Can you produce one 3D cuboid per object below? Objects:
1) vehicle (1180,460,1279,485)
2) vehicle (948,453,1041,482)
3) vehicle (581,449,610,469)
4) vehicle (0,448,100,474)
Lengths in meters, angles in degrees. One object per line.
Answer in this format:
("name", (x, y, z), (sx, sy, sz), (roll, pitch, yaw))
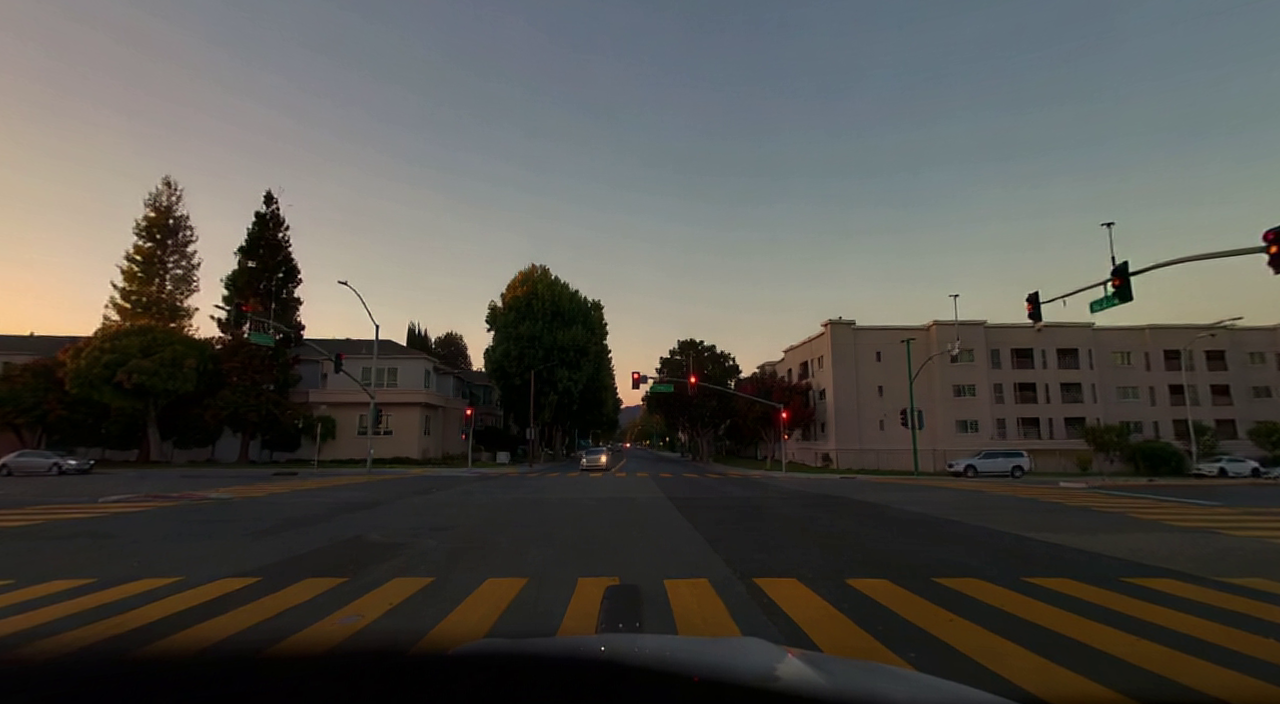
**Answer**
("vehicle", (36.223, 7.307, 38.297), (4.976, 1.428, 1.929), (0, -9, -2))
("vehicle", (21.100, 6.878, 37.587), (4.447, 1.623, 1.801), (0, -9, -3))
("vehicle", (-3.448, 8.357, 49.222), (1.908, 1.441, 4.142), (0, -8, 1))
("vehicle", (-35.141, 6.414, 37.186), (4.741, 1.447, 1.807), (0, -9, 0))
